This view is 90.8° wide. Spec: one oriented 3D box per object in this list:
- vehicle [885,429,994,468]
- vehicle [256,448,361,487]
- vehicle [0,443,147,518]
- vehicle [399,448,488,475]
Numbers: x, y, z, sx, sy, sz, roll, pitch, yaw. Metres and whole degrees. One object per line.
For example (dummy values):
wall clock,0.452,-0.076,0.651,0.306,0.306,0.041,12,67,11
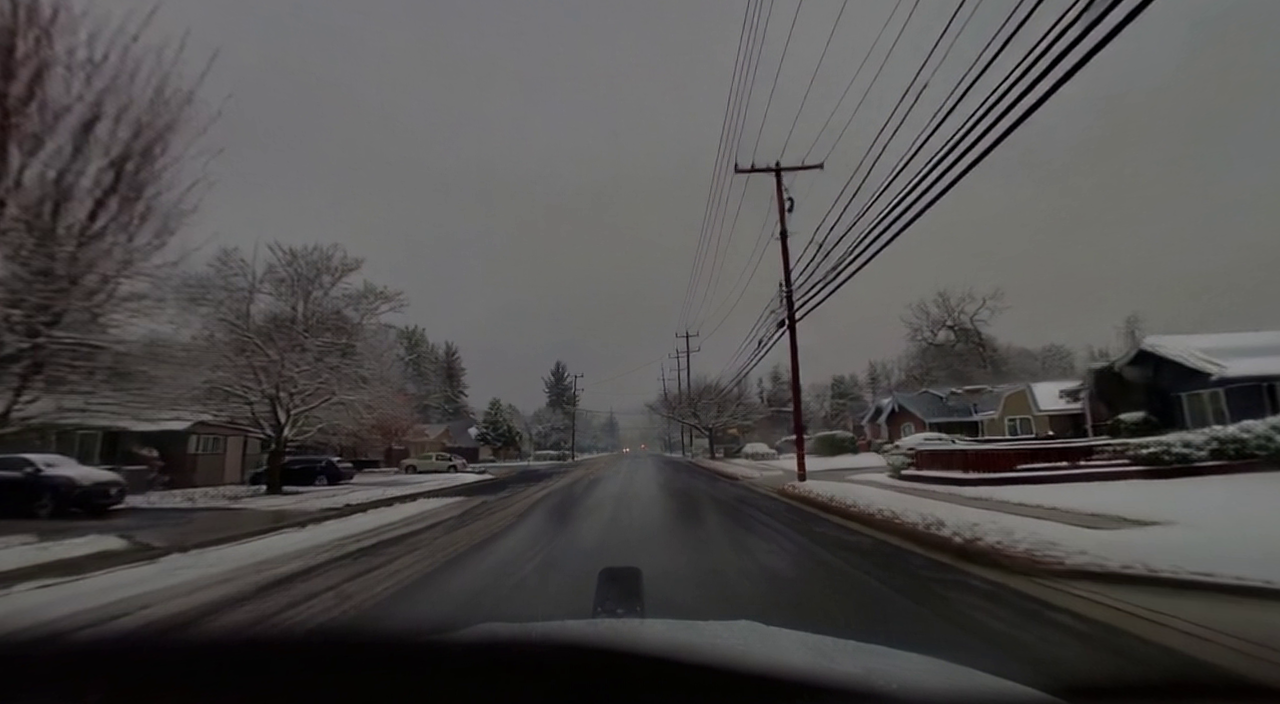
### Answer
vehicle,14.880,4.845,31.601,4.373,1.759,2.093,0,-10,5
vehicle,-14.957,5.205,28.941,1.978,1.586,5.192,0,-9,0
vehicle,-15.229,3.206,16.170,4.232,1.693,1.949,-3,-9,18
vehicle,-12.462,6.960,40.288,4.893,1.567,2.105,-1,-9,6
